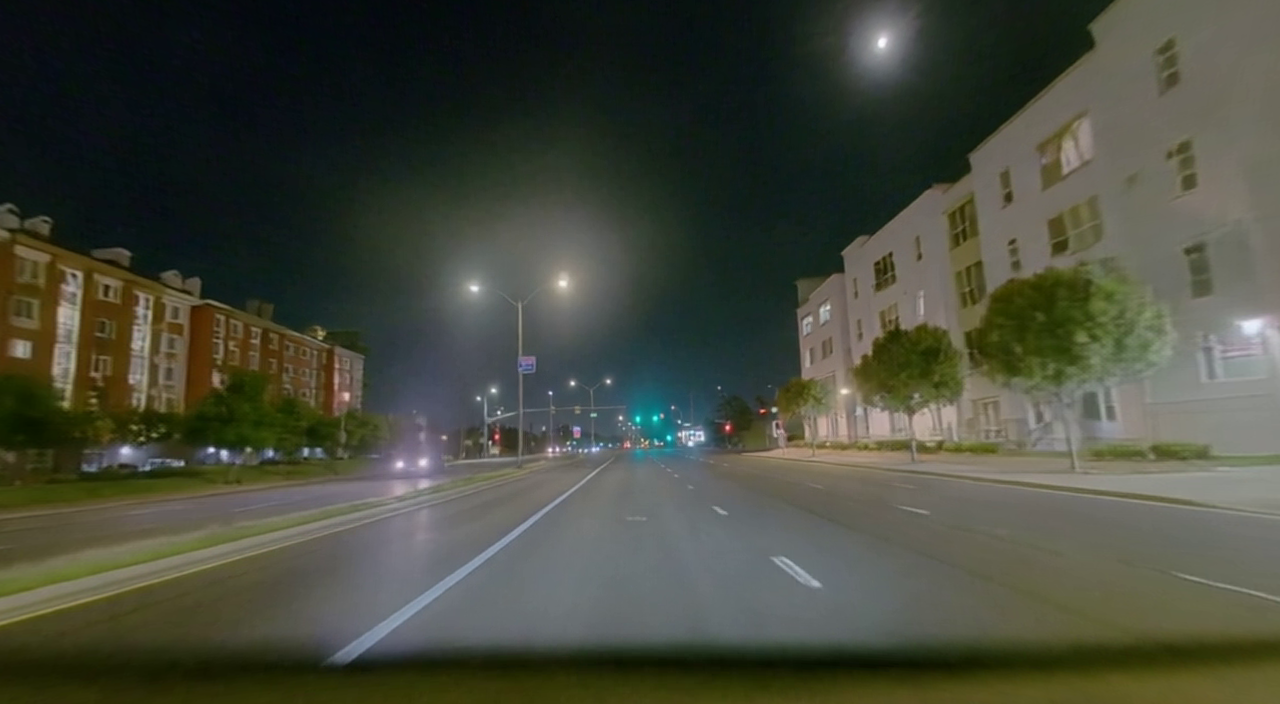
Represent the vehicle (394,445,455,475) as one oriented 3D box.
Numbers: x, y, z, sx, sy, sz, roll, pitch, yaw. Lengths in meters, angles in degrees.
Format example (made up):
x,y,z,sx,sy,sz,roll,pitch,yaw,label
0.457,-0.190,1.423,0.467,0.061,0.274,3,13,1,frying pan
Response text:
x,y,z,sx,sy,sz,roll,pitch,yaw,label
-12.959,6.501,38.258,2.090,1.691,4.497,0,-9,0,vehicle
